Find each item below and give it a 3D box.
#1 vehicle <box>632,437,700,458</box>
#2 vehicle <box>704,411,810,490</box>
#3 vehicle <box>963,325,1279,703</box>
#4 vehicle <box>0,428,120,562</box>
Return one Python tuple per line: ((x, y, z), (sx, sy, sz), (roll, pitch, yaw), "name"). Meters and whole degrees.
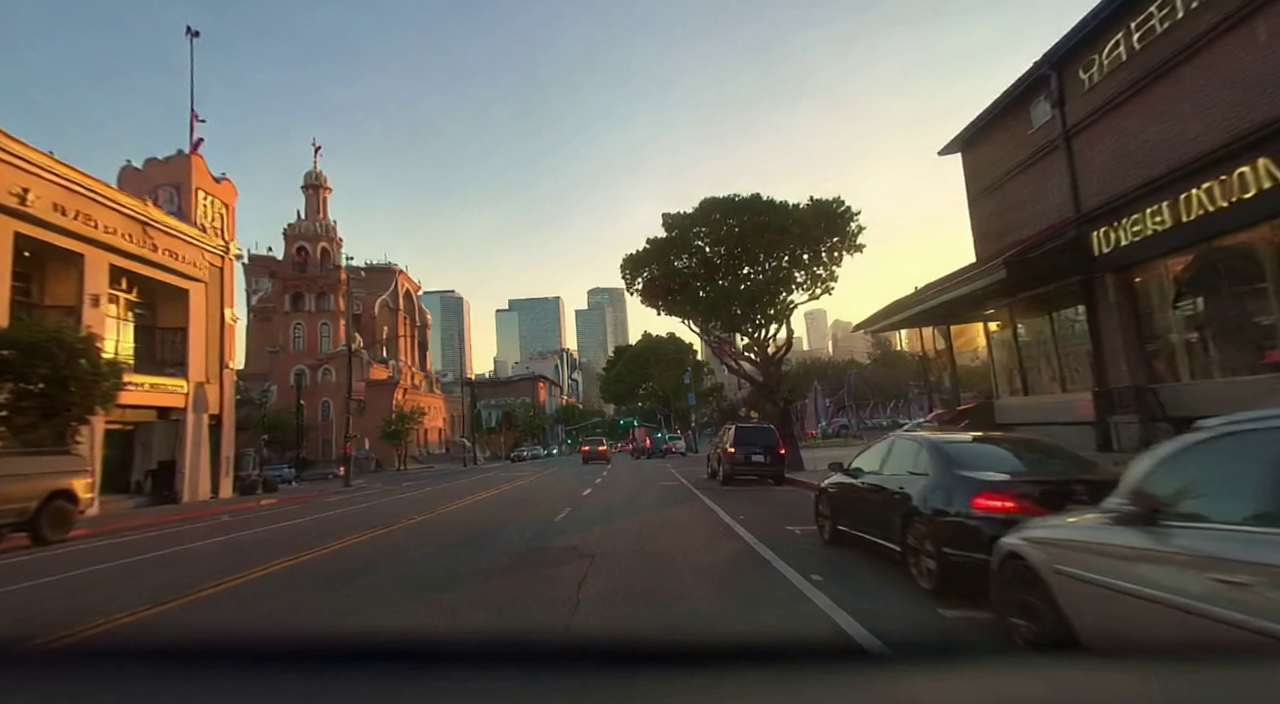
((1.902, 7.033, 46.442), (4.620, 1.476, 1.881), (3, -9, -19), "vehicle")
((3.337, 2.979, 19.425), (2.269, 2.046, 5.649), (0, -8, 1), "vehicle")
((3.141, 0.694, 1.562), (2.452, 1.640, 4.646), (-1, -8, 4), "vehicle")
((-15.505, 2.870, 12.105), (2.953, 2.851, 9.417), (2, -8, 0), "vehicle")
